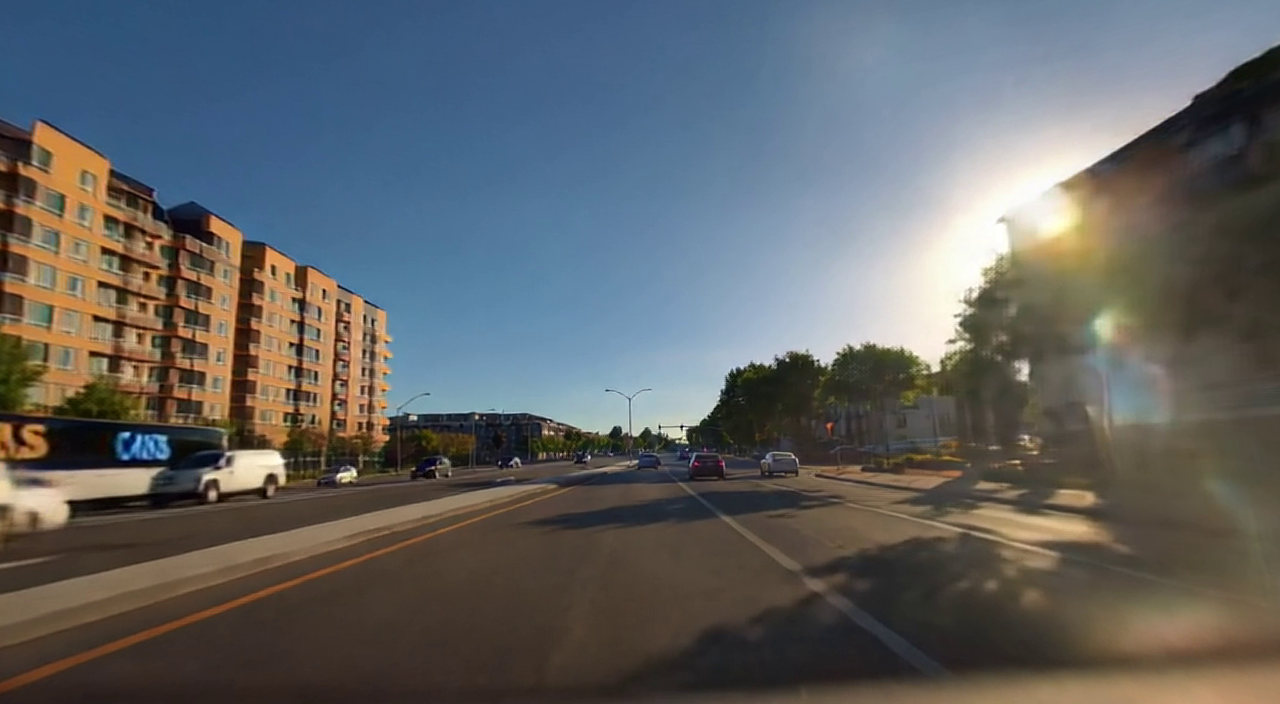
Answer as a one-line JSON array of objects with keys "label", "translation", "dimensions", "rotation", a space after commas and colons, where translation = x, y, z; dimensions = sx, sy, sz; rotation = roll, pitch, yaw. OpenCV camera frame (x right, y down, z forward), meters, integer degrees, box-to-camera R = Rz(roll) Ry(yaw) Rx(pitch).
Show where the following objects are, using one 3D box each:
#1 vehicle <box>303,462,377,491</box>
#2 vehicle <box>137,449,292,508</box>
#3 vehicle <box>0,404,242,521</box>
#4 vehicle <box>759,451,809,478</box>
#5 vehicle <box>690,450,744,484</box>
[{"label": "vehicle", "translation": [-17.403, 7.229, 36.906], "dimensions": [1.804, 1.421, 4.659], "rotation": [-1, -9, 3]}, {"label": "vehicle", "translation": [-14.611, 4.327, 22.119], "dimensions": [2.024, 1.798, 4.588], "rotation": [-1, -9, 3]}, {"label": "vehicle", "translation": [-18.244, 3.730, 21.978], "dimensions": [2.785, 3.210, 8.792], "rotation": [-1, -9, 2]}, {"label": "vehicle", "translation": [8.227, 6.455, 36.489], "dimensions": [1.932, 1.439, 4.159], "rotation": [0, -9, 0]}, {"label": "vehicle", "translation": [3.664, 5.541, 30.774], "dimensions": [2.020, 1.479, 4.650], "rotation": [0, -9, 0]}]
